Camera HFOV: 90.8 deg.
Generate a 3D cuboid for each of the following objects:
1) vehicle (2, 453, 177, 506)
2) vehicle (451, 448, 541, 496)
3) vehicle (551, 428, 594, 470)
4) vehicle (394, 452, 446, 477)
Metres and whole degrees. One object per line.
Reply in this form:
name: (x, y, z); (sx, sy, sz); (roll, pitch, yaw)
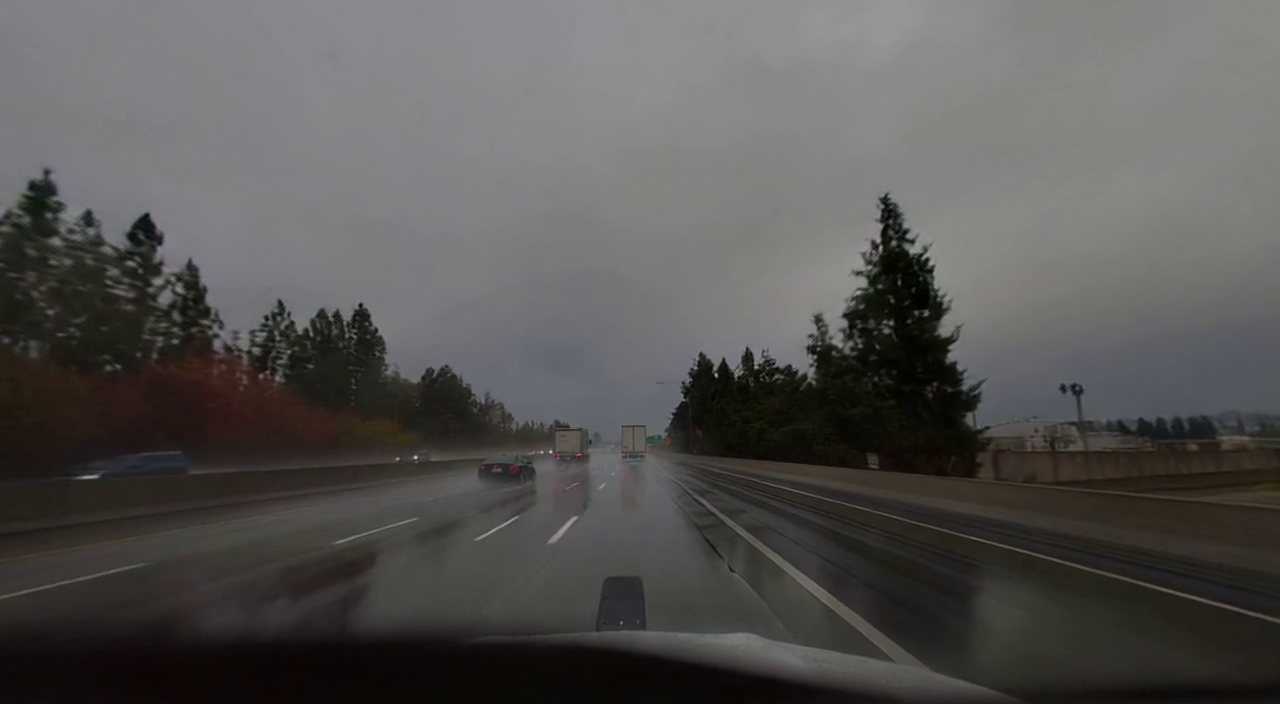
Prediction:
vehicle: (-17.744, 4.087, 20.681); (1.865, 1.509, 4.237); (0, -9, 0)
vehicle: (-4.813, 4.075, 21.851); (1.979, 1.459, 4.643); (0, -9, 0)
vehicle: (-4.764, 7.015, 45.539); (2.368, 2.813, 6.329); (0, -9, 0)
vehicle: (-13.646, 6.972, 39.277); (1.904, 1.435, 3.558); (0, -9, 0)
